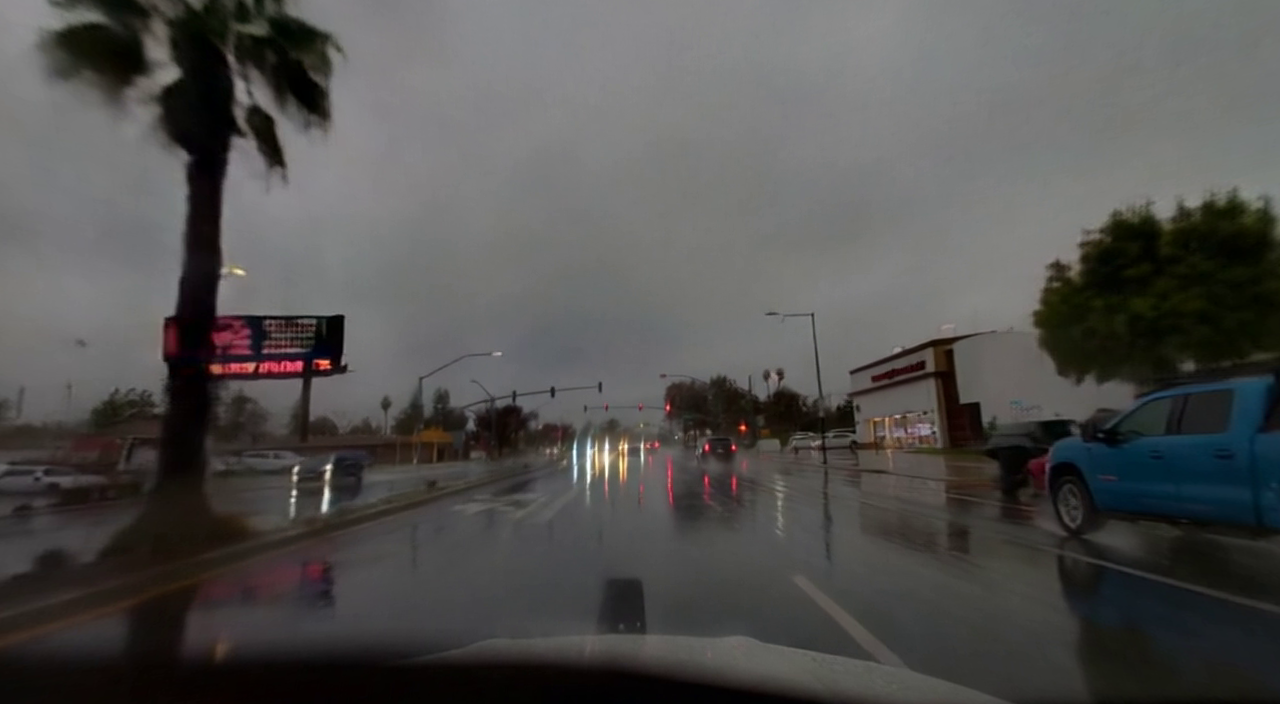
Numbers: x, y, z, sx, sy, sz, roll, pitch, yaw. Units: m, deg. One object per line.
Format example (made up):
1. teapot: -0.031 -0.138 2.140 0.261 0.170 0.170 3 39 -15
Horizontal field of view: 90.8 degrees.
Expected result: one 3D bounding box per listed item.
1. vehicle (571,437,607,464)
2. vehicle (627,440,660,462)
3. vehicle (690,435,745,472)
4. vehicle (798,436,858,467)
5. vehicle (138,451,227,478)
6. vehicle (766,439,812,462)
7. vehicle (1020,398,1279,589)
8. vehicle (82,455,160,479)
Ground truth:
1. vehicle: -3.451 6.814 43.725 2.117 1.751 4.478 -1 -9 0
2. vehicle: 0.233 7.039 45.070 2.258 1.468 4.076 0 -9 0
3. vehicle: 3.431 4.609 28.822 1.889 1.541 4.303 0 -9 -1
4. vehicle: 10.535 5.614 35.707 1.965 1.573 4.308 0 -9 -1
5. vehicle: -35.708 8.751 49.398 5.329 1.893 2.122 7 -12 -42
6. vehicle: 10.510 6.984 45.011 1.957 1.500 4.816 0 -9 -2
7. vehicle: 6.520 1.329 6.274 2.140 1.606 5.437 -1 -9 0
8. vehicle: -40.228 8.890 49.049 1.879 1.747 4.268 -8 -11 40
